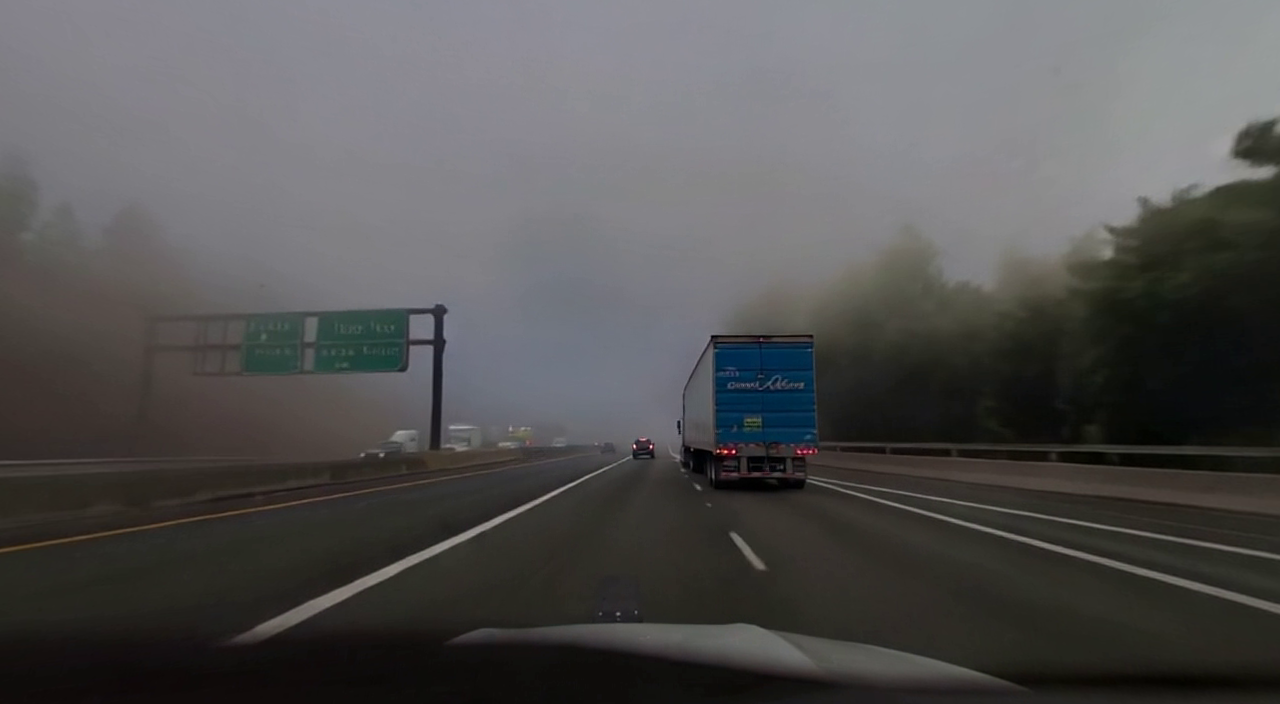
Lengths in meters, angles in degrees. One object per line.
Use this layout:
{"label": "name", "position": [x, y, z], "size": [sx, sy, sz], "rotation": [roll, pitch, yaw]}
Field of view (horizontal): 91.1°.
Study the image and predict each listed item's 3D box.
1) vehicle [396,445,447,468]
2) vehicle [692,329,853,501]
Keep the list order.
{"label": "vehicle", "position": [-16.398, 7.821, 47.362], "size": [1.980, 1.538, 4.622], "rotation": [-1, -8, 3]}
{"label": "vehicle", "position": [3.369, 2.070, 19.166], "size": [2.920, 3.860, 10.035], "rotation": [0, -8, 1]}
